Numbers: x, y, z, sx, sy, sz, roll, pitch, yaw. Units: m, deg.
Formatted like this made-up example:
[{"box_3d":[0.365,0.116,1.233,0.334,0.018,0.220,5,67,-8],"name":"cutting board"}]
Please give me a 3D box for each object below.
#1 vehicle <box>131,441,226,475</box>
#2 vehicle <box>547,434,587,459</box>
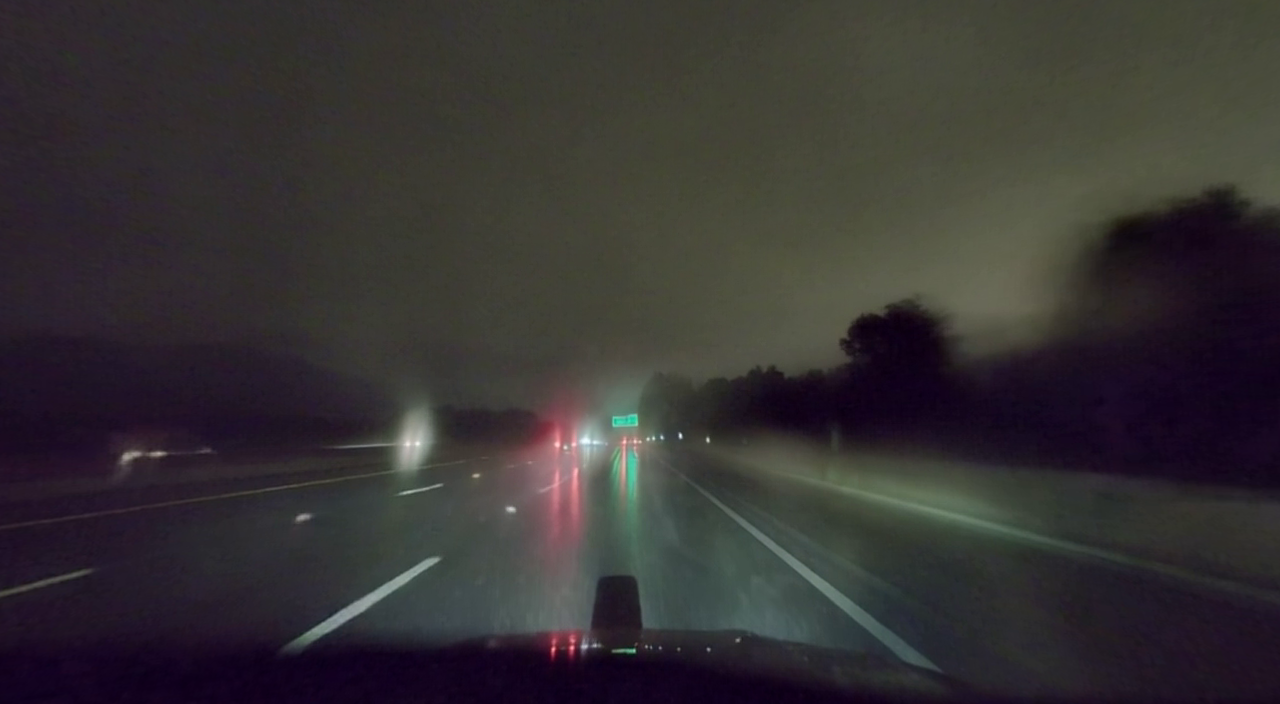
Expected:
[{"box_3d":[-23.560,5.388,32.295,1.855,1.575,4.021,0,-8,-1],"name":"vehicle"},{"box_3d":[-4.909,6.416,42.777,2.129,1.588,4.980,0,-8,0],"name":"vehicle"}]
